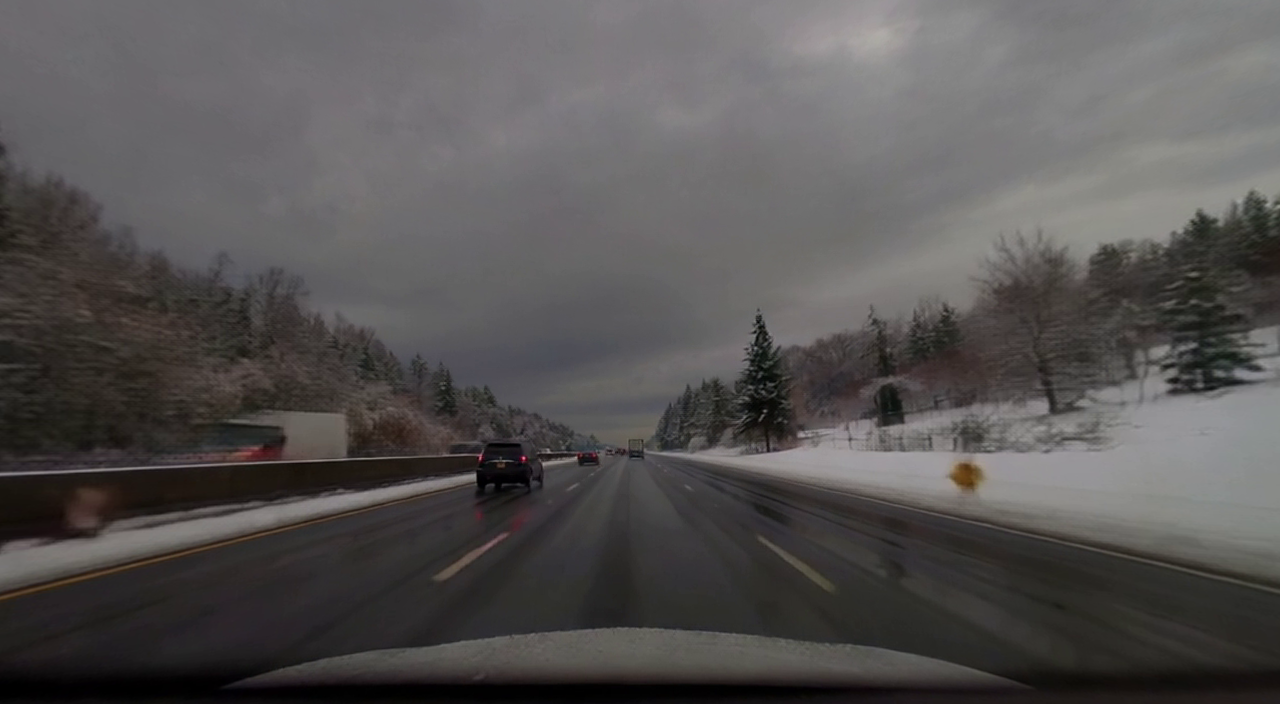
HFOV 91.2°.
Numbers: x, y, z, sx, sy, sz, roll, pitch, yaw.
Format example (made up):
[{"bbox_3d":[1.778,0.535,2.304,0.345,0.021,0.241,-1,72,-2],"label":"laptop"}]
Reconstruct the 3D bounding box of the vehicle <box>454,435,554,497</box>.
[{"bbox_3d":[-4.071,3.498,19.575,2.151,1.693,4.201,-1,-9,0],"label":"vehicle"}]

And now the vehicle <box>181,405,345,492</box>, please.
[{"bbox_3d":[-16.970,4.457,29.042,2.911,3.421,7.463,0,-9,0],"label":"vehicle"}]
